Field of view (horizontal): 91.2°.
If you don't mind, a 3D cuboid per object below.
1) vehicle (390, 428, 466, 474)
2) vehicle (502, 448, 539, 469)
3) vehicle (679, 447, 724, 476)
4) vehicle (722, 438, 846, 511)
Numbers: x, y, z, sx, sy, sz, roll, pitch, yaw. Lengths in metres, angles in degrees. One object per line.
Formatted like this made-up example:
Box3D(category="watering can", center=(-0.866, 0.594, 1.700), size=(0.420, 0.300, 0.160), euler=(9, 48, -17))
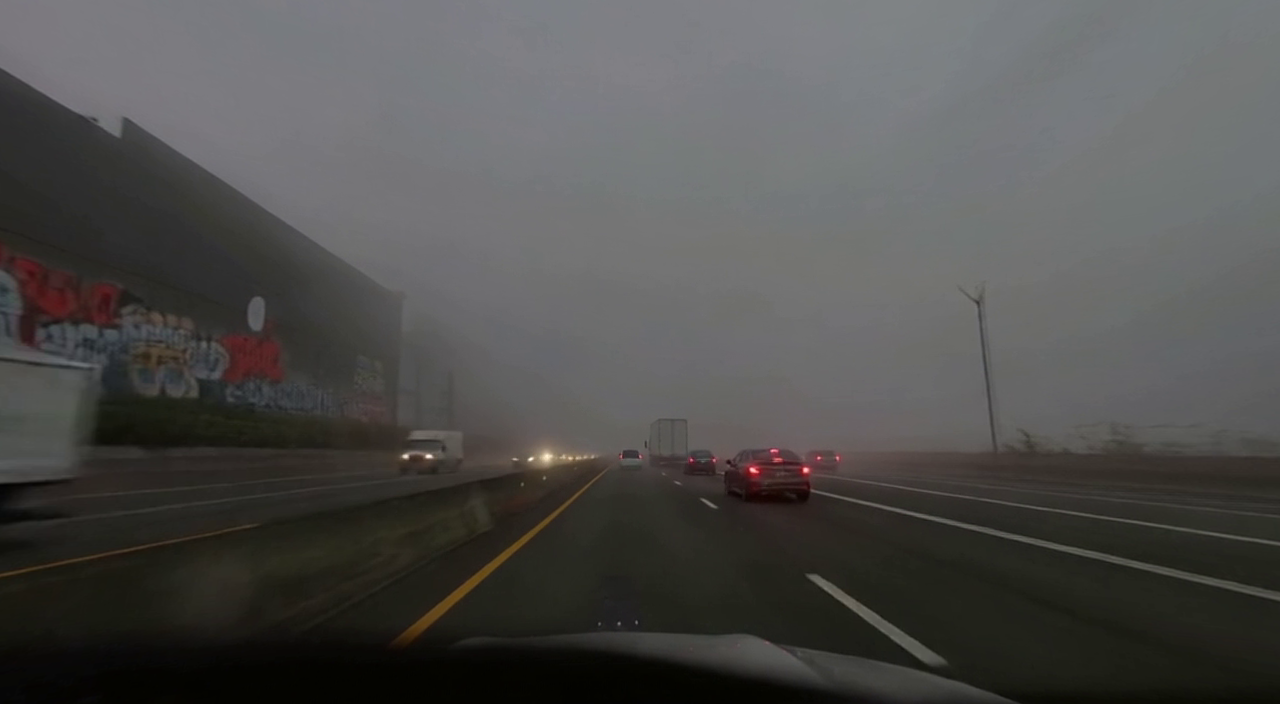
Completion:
Box3D(category="vehicle", center=(-12.493, 5.925, 37.540), size=(2.373, 2.502, 6.255), euler=(0, -9, 0))
Box3D(category="vehicle", center=(-9.278, 8.296, 49.089), size=(1.965, 1.527, 4.704), euler=(0, -9, 0))
Box3D(category="vehicle", center=(3.608, 6.506, 37.410), size=(2.085, 1.588, 4.436), euler=(0, -9, -2))
Box3D(category="vehicle", center=(3.557, 3.114, 16.464), size=(2.045, 1.605, 4.674), euler=(0, -9, -1))
